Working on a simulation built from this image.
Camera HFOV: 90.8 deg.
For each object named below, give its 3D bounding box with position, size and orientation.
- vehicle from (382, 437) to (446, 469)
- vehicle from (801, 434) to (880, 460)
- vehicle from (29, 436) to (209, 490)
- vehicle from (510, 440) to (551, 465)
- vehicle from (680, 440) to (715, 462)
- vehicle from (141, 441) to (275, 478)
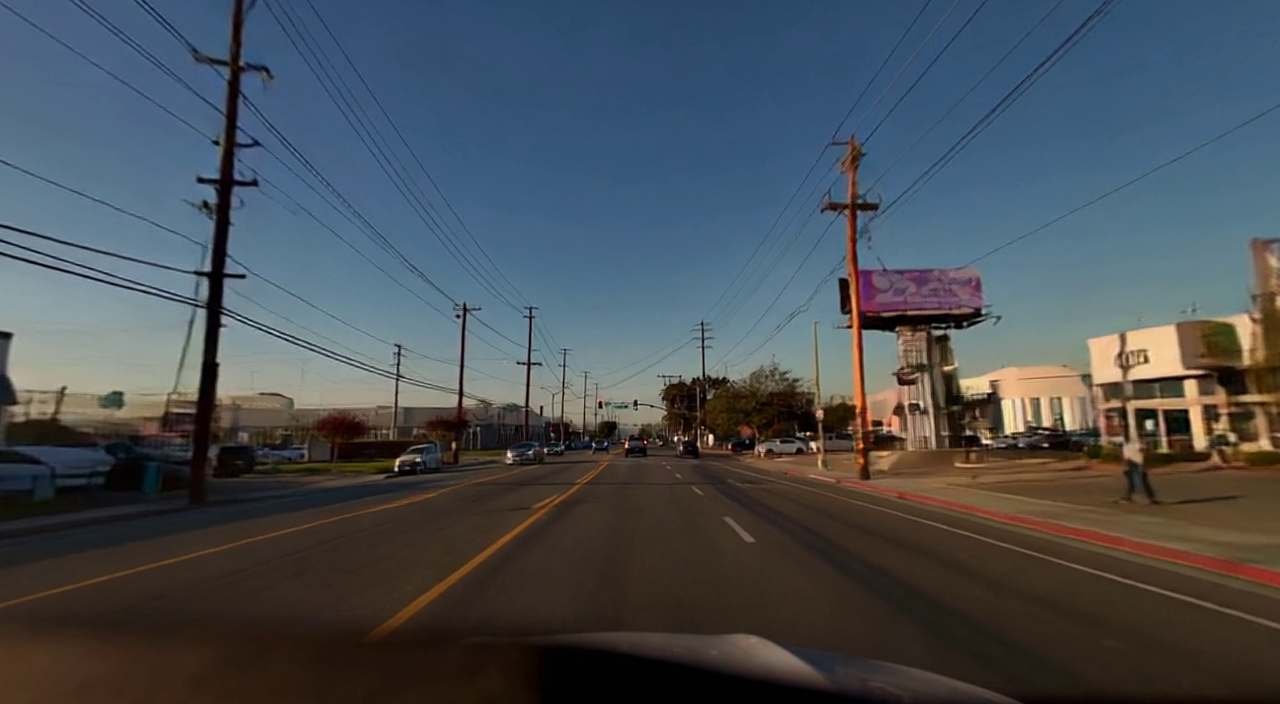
[{"bbox_3d":[-13.814,6.195,38.954,2.044,1.830,4.800,-1,-9,2],"label":"vehicle"},{"bbox_3d":[15.168,7.180,47.974,5.307,1.877,2.052,0,-8,-1],"label":"vehicle"},{"bbox_3d":[-18.370,3.921,22.476,4.455,1.772,2.048,0,-9,-3],"label":"vehicle"},{"bbox_3d":[-7.412,6.843,43.117,1.952,1.536,4.623,0,-9,0],"label":"vehicle"},{"bbox_3d":[4.009,6.945,44.469,1.926,1.482,4.442,0,-8,-1],"label":"vehicle"},{"bbox_3d":[-19.392,4.831,28.480,4.667,1.539,1.976,-1,-9,4],"label":"vehicle"}]
